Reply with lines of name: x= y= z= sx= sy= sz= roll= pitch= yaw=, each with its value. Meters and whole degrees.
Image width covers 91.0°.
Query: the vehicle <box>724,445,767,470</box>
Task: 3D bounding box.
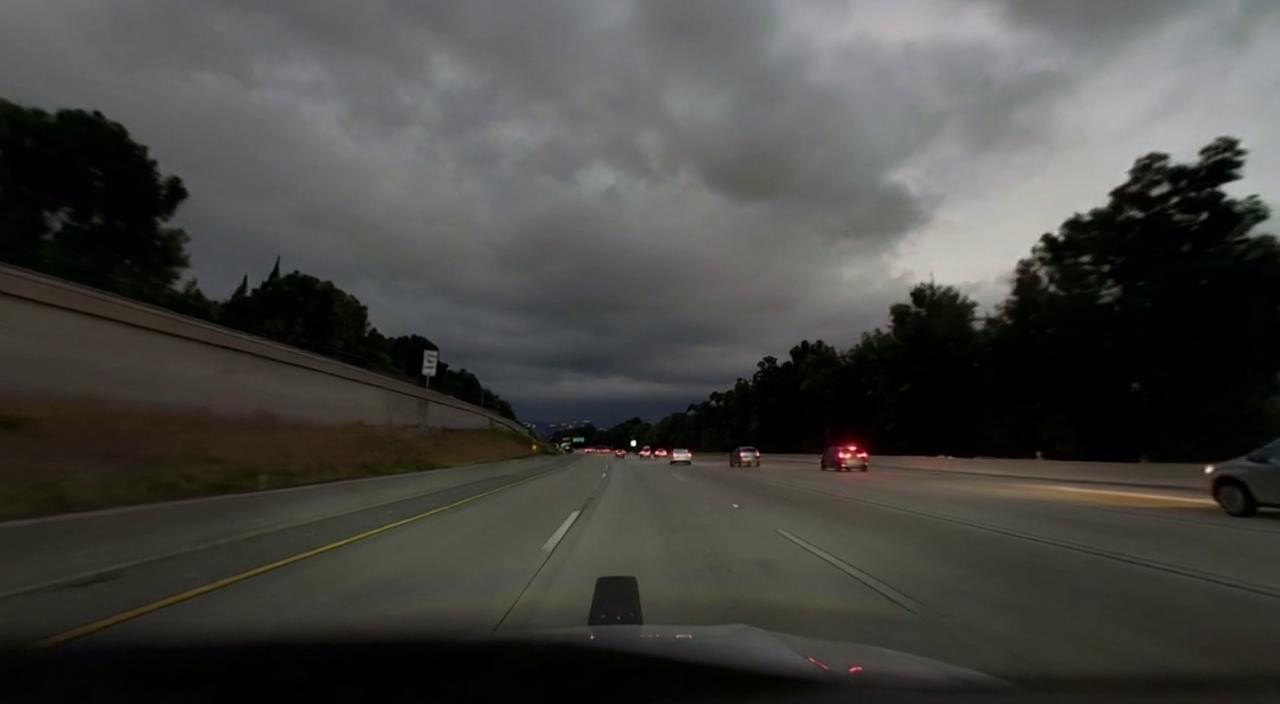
vehicle: x=6.904 y=6.939 z=41.602 sx=1.904 sy=1.488 sz=4.299 roll=0 pitch=-8 yaw=-3

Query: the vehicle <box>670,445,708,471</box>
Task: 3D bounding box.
vehicle: x=3.044 y=6.658 z=39.812 sx=1.934 sy=1.491 sz=3.982 roll=0 pitch=-8 yaw=-3

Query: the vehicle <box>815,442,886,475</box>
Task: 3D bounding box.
vehicle: x=10.558 y=5.377 z=31.968 sx=1.987 sy=1.546 sz=4.271 roll=0 pitch=-8 yaw=-2
